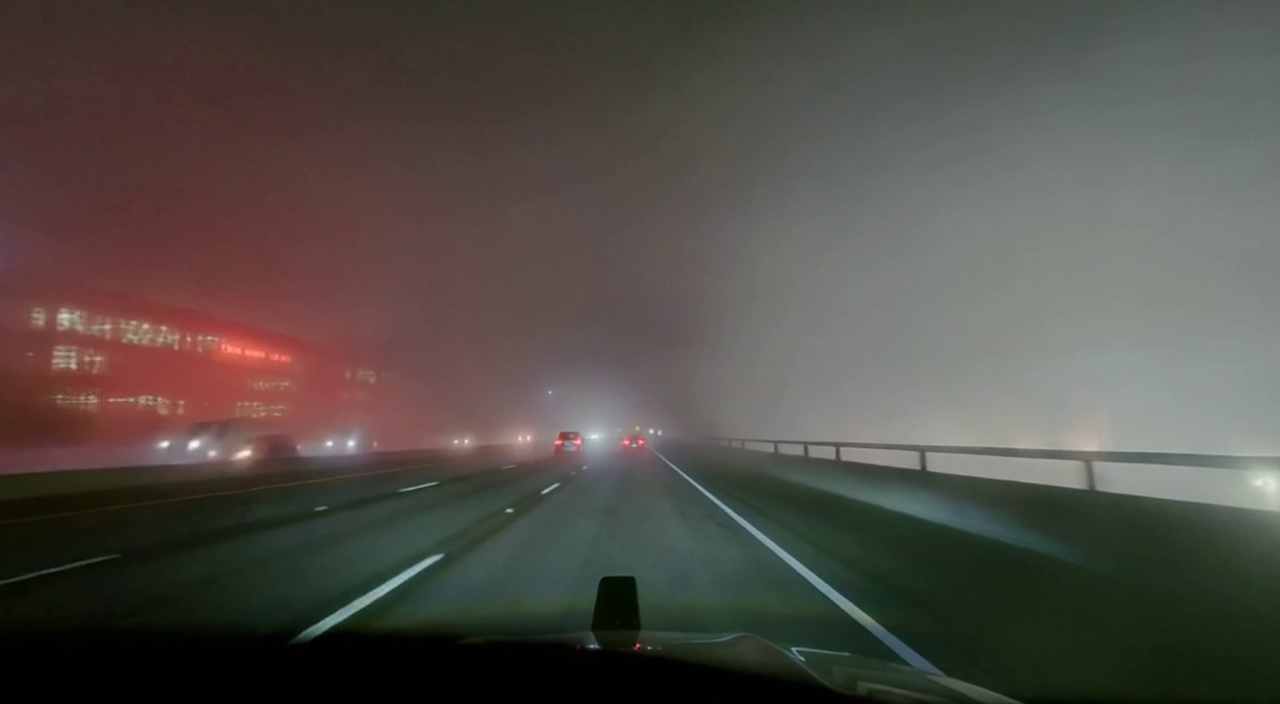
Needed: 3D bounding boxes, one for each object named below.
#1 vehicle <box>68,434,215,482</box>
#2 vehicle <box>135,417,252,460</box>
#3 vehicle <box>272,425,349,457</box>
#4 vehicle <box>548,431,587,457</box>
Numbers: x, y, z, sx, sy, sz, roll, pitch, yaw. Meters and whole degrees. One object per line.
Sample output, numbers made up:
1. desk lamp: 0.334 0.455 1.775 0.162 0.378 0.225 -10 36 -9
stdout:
1. vehicle: -16.673 3.533 21.316 1.795 1.441 3.884 0 -8 0
2. vehicle: -24.957 4.883 35.519 2.318 2.221 5.792 0 -8 0
3. vehicle: -20.515 5.595 39.436 2.069 1.850 4.939 0 -8 1
4. vehicle: -4.667 6.008 41.284 2.036 1.612 4.510 0 -8 0
